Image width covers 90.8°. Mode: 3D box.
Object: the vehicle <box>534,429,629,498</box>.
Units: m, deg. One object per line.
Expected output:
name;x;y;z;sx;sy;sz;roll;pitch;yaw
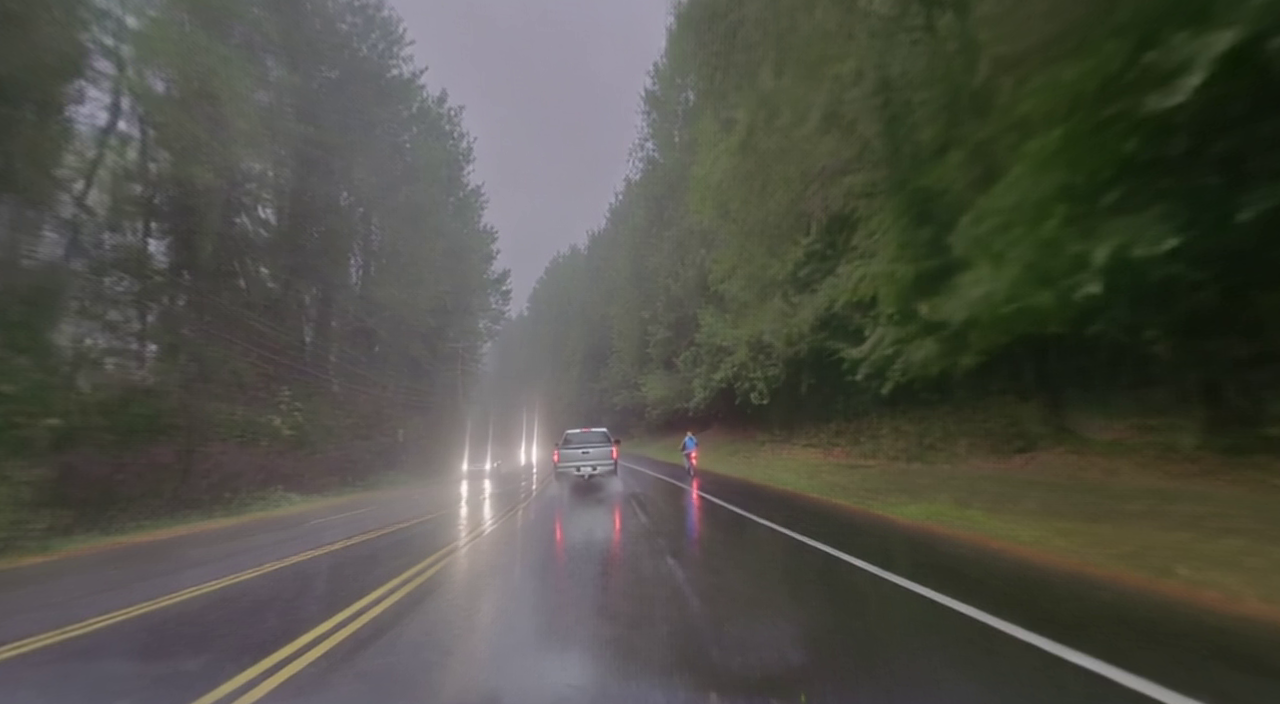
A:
vehicle;-1.762;3.491;20.251;2.631;1.798;5.331;-1;-8;-3

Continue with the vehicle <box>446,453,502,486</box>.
vehicle;-8.476;5.987;32.604;2.045;1.474;3.956;-1;-8;-3
